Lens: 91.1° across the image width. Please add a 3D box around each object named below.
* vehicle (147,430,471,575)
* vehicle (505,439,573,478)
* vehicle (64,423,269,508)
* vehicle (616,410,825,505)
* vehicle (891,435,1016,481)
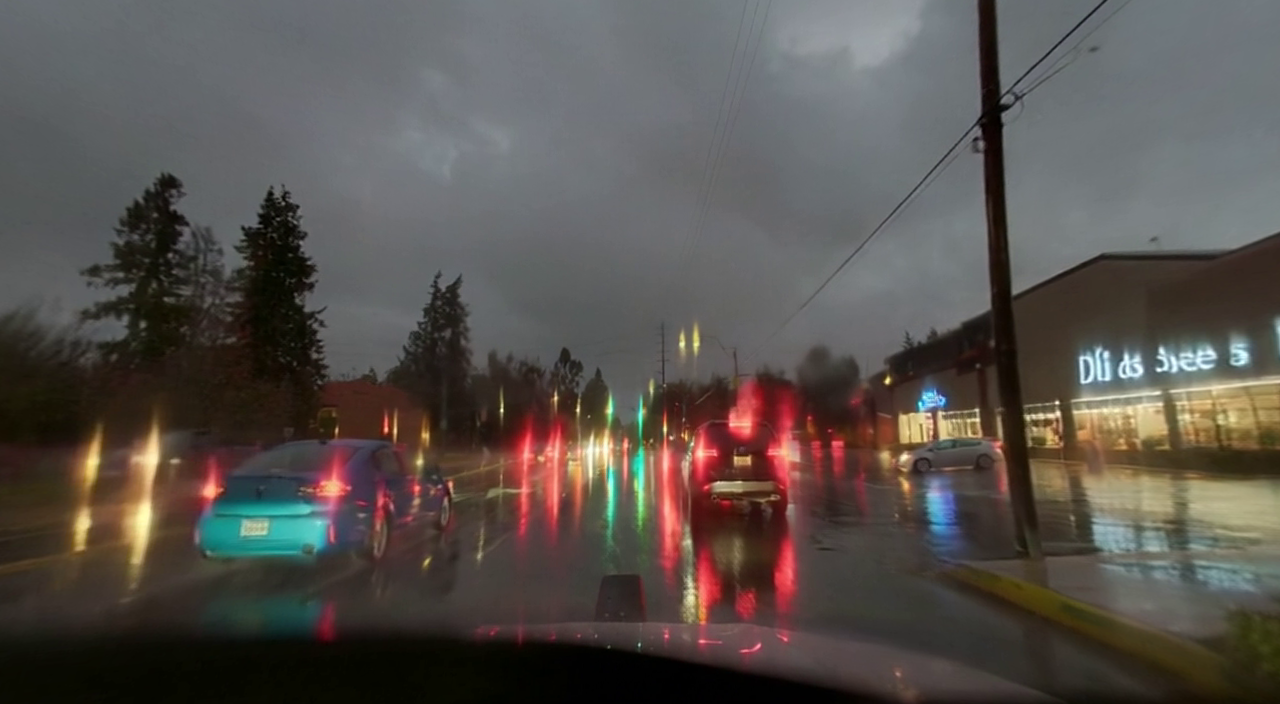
[{"bbox_3d":[-3.977,1.863,8.618,2.026,1.466,4.282,0,-8,1],"label":"vehicle"},{"bbox_3d":[-4.020,4.324,25.693,2.042,1.470,4.123,0,-8,0],"label":"vehicle"},{"bbox_3d":[-16.976,4.091,23.212,2.537,2.696,6.281,0,-9,1],"label":"vehicle"},{"bbox_3d":[1.846,2.529,15.327,4.642,1.955,2.052,-7,-11,38],"label":"vehicle"},{"bbox_3d":[12.300,4.190,24.852,3.871,1.525,1.835,-3,-9,0],"label":"vehicle"}]
